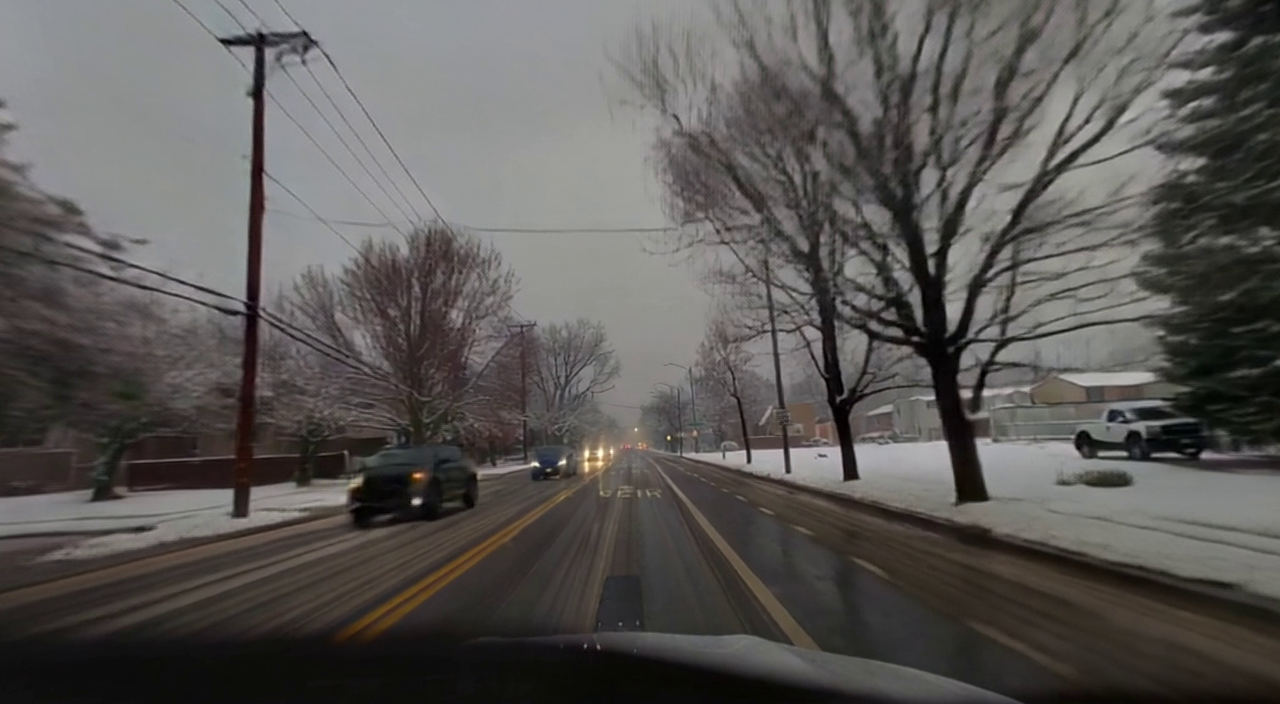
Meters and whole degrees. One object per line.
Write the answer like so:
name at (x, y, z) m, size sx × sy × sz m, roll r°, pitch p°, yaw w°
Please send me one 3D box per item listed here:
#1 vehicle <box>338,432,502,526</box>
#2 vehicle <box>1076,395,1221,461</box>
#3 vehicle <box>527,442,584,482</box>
vehicle at (-5.010, 2.952, 15.392) m, size 2.059 × 1.840 × 5.317 m, roll 0°, pitch -9°, yaw 0°
vehicle at (16.995, 2.668, 21.503) m, size 2.068 × 1.963 × 5.037 m, roll -3°, pitch -9°, yaw 18°
vehicle at (-3.779, 5.018, 29.129) m, size 2.090 × 1.689 × 4.232 m, roll 0°, pitch -9°, yaw -1°
